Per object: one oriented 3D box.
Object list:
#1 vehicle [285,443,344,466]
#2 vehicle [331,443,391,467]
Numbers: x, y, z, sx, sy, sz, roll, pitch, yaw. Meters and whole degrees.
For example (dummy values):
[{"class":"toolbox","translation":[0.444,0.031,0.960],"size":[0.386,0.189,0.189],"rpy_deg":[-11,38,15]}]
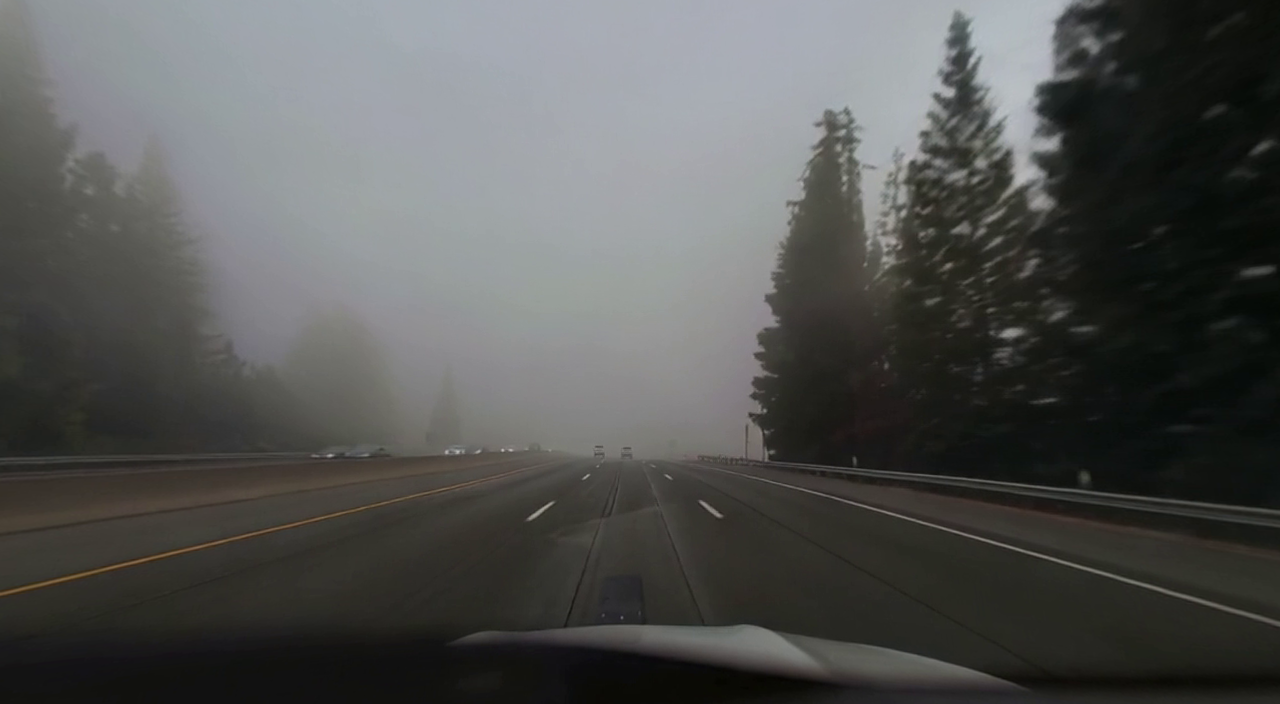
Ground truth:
[{"class":"vehicle","translation":[-22.140,6.959,43.148],"size":[1.826,1.487,4.146],"rpy_deg":[0,-8,-1]},{"class":"vehicle","translation":[-18.490,6.826,42.093],"size":[2.002,1.487,4.509],"rpy_deg":[0,-8,-1]}]
